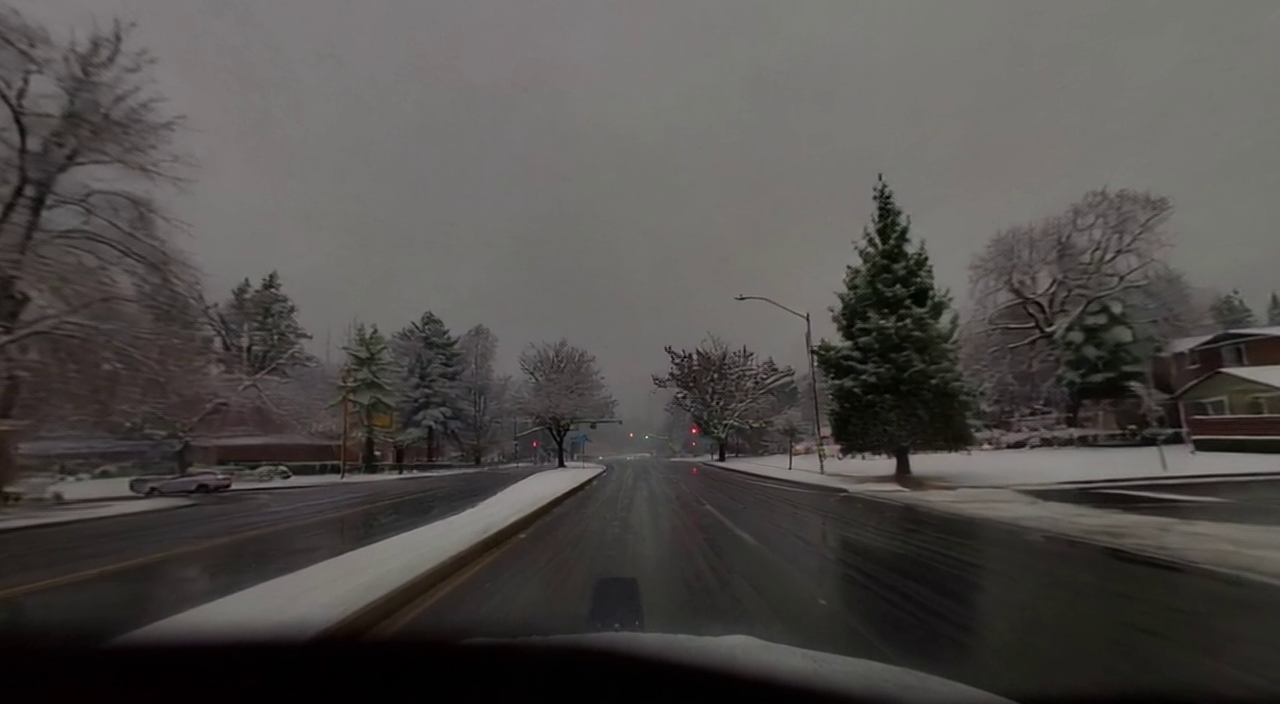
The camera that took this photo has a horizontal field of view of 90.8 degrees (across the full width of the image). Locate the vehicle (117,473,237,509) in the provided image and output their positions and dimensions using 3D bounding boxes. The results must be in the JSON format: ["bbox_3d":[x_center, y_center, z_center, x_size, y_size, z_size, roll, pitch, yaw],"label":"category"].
[{"bbox_3d":[-26.304,7.911,36.027,5.040,1.748,2.186,-1,-9,-1],"label":"vehicle"}]
